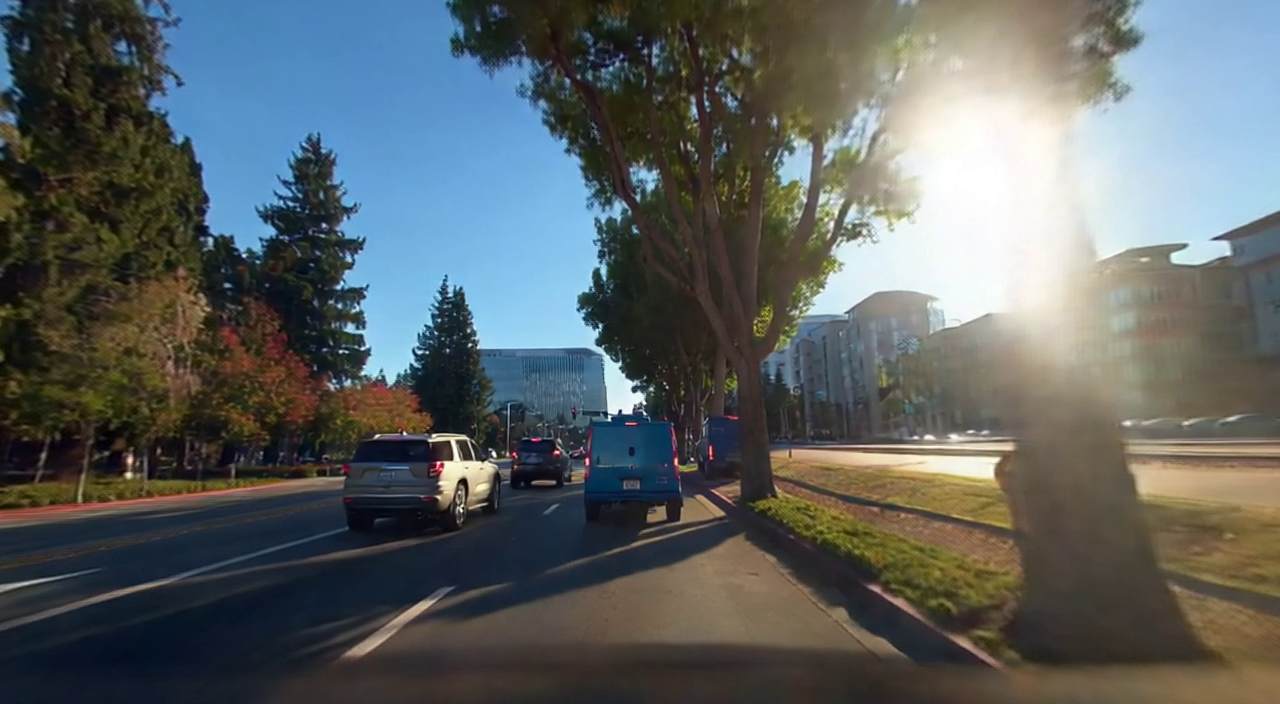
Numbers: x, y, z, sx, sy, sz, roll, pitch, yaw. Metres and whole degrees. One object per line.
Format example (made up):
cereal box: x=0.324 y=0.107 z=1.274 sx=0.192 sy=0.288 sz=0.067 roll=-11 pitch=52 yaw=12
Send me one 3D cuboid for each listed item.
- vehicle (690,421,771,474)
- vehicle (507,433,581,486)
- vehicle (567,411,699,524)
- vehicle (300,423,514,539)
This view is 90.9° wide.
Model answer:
vehicle: x=3.750 y=4.175 z=27.576 sx=2.655 sy=2.054 sz=6.098 roll=0 pitch=-8 yaw=0
vehicle: x=-3.230 y=3.700 z=21.946 sx=1.894 sy=1.642 sz=3.861 roll=0 pitch=-8 yaw=1
vehicle: x=-0.088 y=2.127 z=12.019 sx=2.075 sy=1.770 sz=4.018 roll=0 pitch=-8 yaw=1
vehicle: x=-3.747 y=2.160 z=11.224 sx=1.959 sy=1.614 sz=4.676 roll=0 pitch=-8 yaw=1
